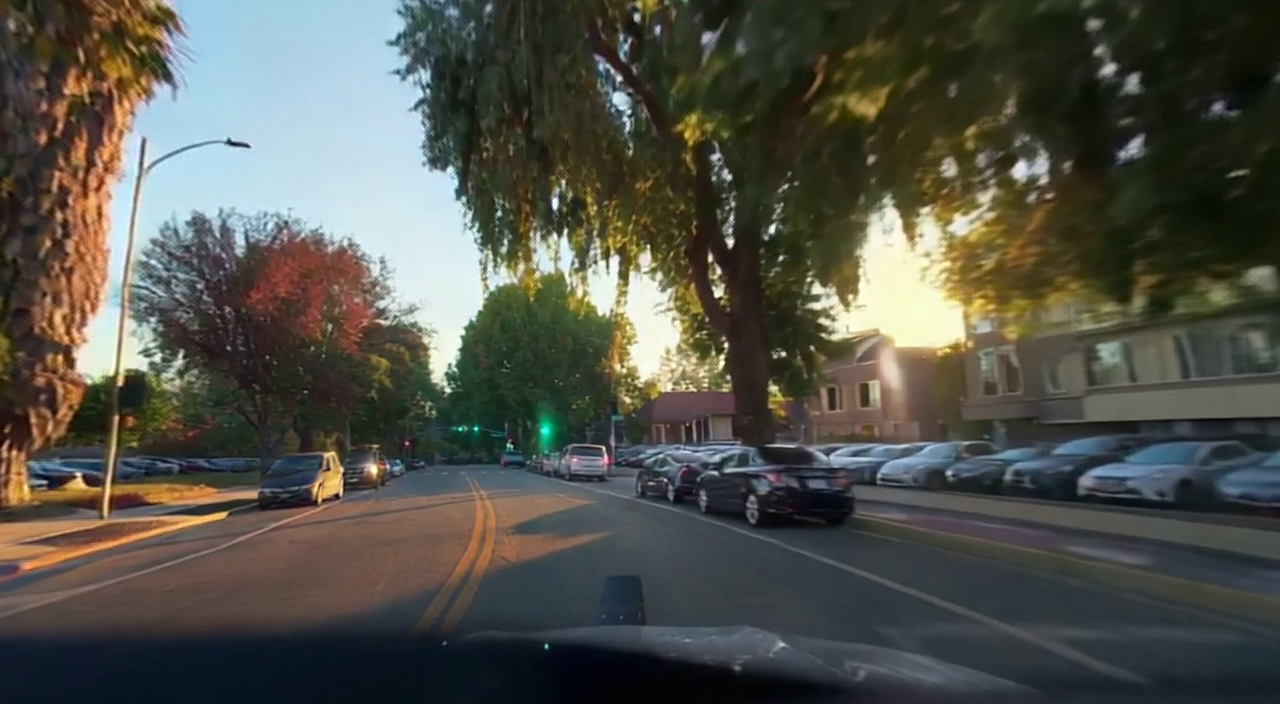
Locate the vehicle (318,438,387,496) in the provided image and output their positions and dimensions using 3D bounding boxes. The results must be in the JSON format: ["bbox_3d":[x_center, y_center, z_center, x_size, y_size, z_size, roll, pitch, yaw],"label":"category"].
[{"bbox_3d":[-13.916,5.492,30.881,2.382,2.223,5.472,-1,-5,-17],"label":"vehicle"}]

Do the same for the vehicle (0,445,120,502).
[{"bbox_3d":[-20.920,4.012,20.880,5.124,1.706,2.357,0,-8,-12],"label":"vehicle"}]

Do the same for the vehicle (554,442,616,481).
[{"bbox_3d":[-3.021,5.704,33.396,2.255,1.863,5.629,2,-9,-16],"label":"vehicle"}]

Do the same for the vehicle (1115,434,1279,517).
[{"bbox_3d":[12.042,2.345,12.392,4.326,1.413,1.977,2,-9,-14],"label":"vehicle"}]

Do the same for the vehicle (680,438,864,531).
[{"bbox_3d":[2.384,2.542,12.895,1.884,1.508,4.713,2,-9,-12],"label":"vehicle"}]

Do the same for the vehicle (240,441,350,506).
[{"bbox_3d":[-11.645,4.153,21.797,2.171,1.838,5.344,0,-10,-16],"label":"vehicle"}]
